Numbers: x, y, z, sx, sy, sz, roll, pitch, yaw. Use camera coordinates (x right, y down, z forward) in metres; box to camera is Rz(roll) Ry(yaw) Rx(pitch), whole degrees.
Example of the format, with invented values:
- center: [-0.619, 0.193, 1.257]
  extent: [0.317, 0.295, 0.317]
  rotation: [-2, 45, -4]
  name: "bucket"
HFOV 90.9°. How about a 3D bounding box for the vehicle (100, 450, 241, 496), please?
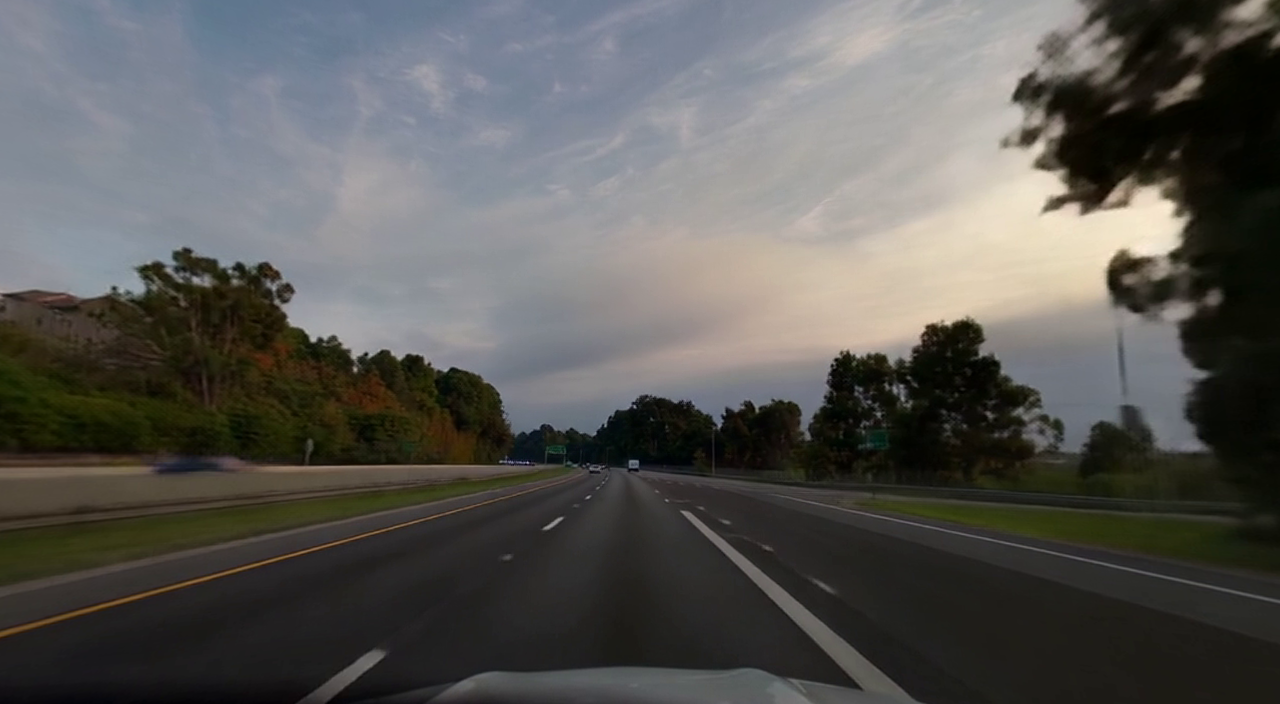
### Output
- center: [-16.920, 4.390, 23.022]
  extent: [1.936, 1.481, 4.151]
  rotation: [1, -10, -1]
  name: "vehicle"
